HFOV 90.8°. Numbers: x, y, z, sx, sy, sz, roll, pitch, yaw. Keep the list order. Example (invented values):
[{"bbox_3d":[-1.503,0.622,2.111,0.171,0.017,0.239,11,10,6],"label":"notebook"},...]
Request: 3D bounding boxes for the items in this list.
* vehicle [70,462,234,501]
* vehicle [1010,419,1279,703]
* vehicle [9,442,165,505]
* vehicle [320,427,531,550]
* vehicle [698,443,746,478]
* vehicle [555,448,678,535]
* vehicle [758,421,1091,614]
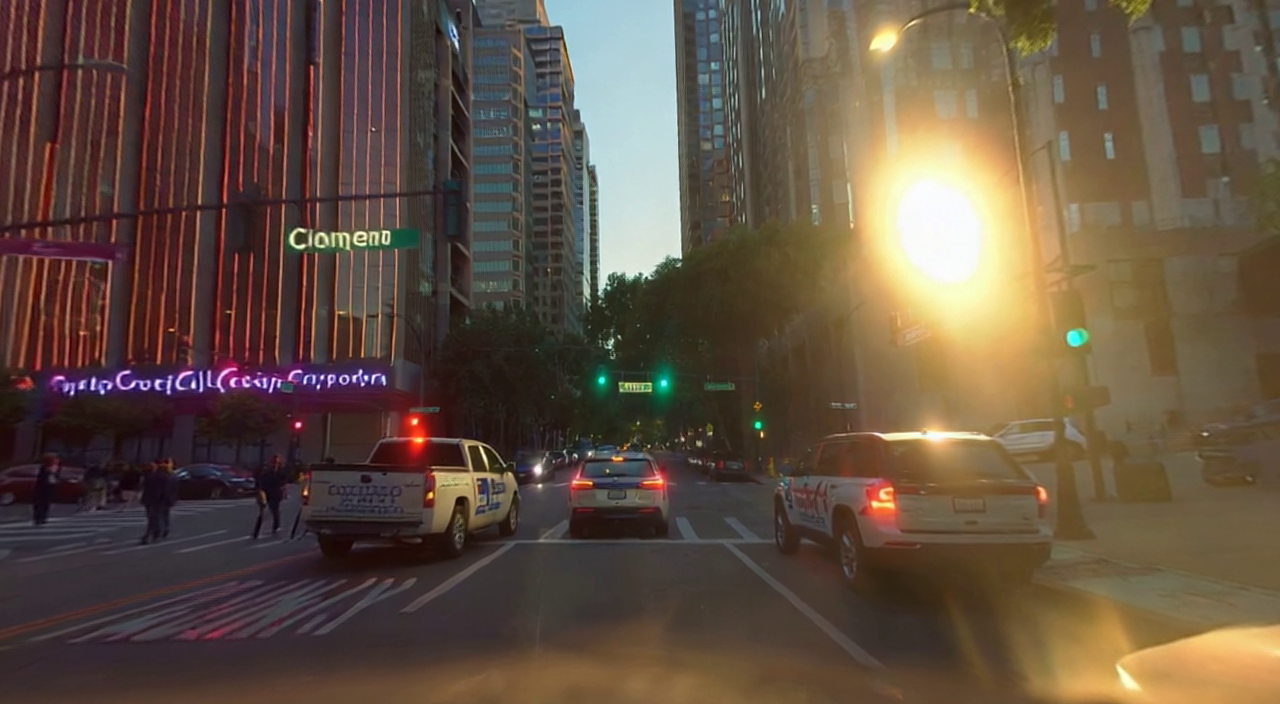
[{"bbox_3d":[-20.176,5.357,26.279,5.153,1.449,1.966,0,-8,1],"label":"vehicle"},{"bbox_3d":[2.737,0.762,0.696,1.902,1.454,4.540,0,-8,0],"label":"vehicle"},{"bbox_3d":[-30.881,6.736,35.482,5.896,3.276,2.809,0,-8,0],"label":"vehicle"},{"bbox_3d":[-3.692,2.447,12.225,2.190,1.840,5.272,0,-8,1],"label":"vehicle"},{"bbox_3d":[5.664,7.595,44.569,2.420,2.300,5.313,0,-8,-3],"label":"vehicle"},{"bbox_3d":[-0.417,2.713,12.956,2.092,1.454,4.132,0,-8,0],"label":"vehicle"},{"bbox_3d":[3.040,1.858,8.195,2.072,1.735,4.759,0,-8,0],"label":"vehicle"}]
